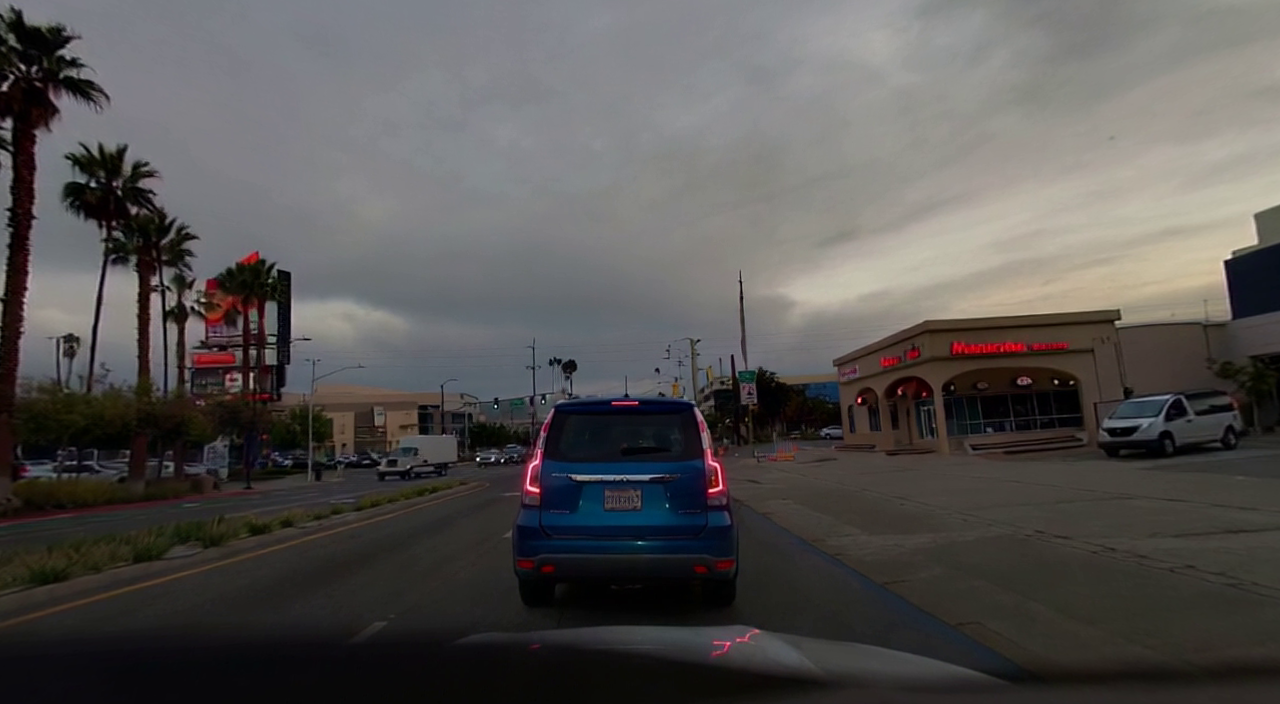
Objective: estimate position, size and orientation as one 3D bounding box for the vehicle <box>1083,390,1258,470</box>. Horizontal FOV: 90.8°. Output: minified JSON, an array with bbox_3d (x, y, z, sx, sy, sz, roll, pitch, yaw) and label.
[{"bbox_3d":[16.097,2.407,19.060,6.060,2.047,2.490,6,-11,-36],"label":"vehicle"}]

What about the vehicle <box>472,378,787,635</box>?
[{"bbox_3d":[-0.121,1.388,6.526,2.234,1.818,3.869,0,-9,-2],"label":"vehicle"}]

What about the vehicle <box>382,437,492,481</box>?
[{"bbox_3d":[-10.261,5.520,32.636,2.448,2.043,5.988,-3,-10,15],"label":"vehicle"}]

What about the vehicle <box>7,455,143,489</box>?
[{"bbox_3d":[-27.933,5.929,31.449,4.593,1.528,1.979,5,-10,-29],"label":"vehicle"}]
